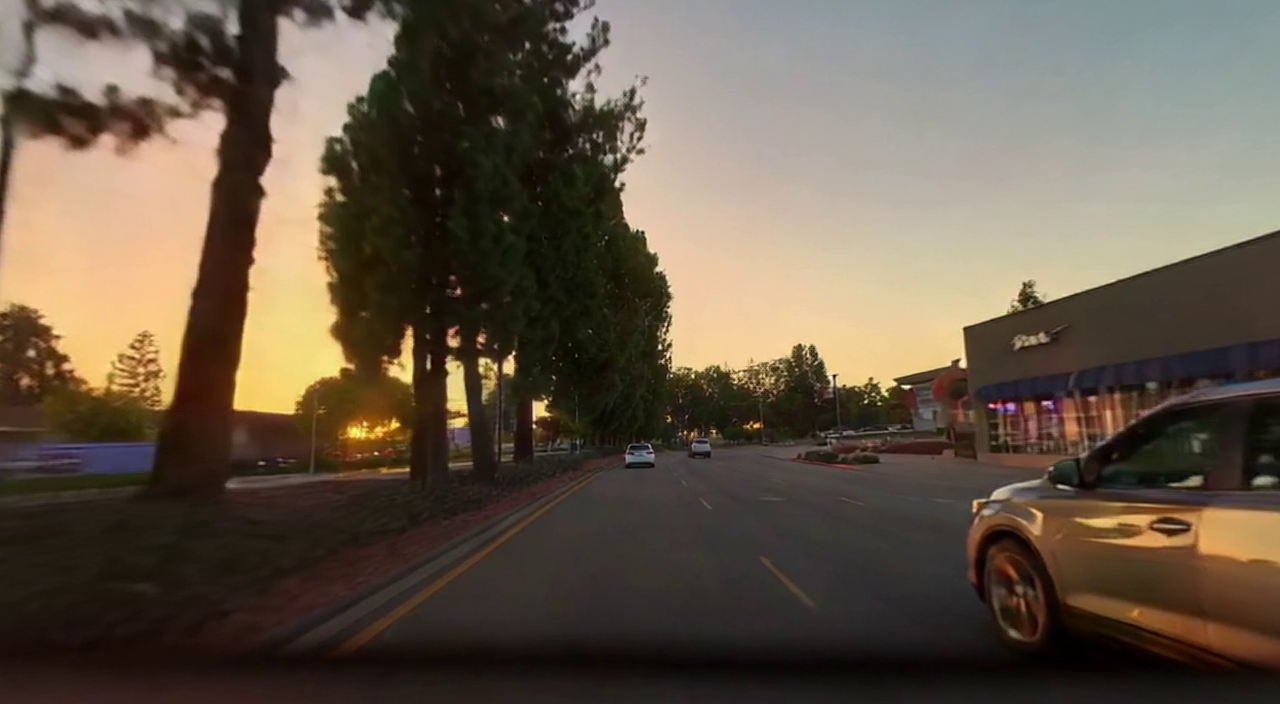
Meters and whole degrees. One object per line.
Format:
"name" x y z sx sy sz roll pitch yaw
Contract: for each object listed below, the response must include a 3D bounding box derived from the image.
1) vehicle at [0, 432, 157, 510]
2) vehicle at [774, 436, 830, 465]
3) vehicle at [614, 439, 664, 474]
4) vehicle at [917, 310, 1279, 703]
"vehicle" -17.037 3.299 17.949 2.195 1.911 5.549 0 -8 0
"vehicle" 10.094 6.204 39.872 2.079 1.716 4.771 0 -8 -2
"vehicle" -0.083 4.827 29.315 2.126 1.475 3.967 0 -8 -1
"vehicle" 3.200 0.781 2.583 2.110 1.698 4.397 0 -8 0
